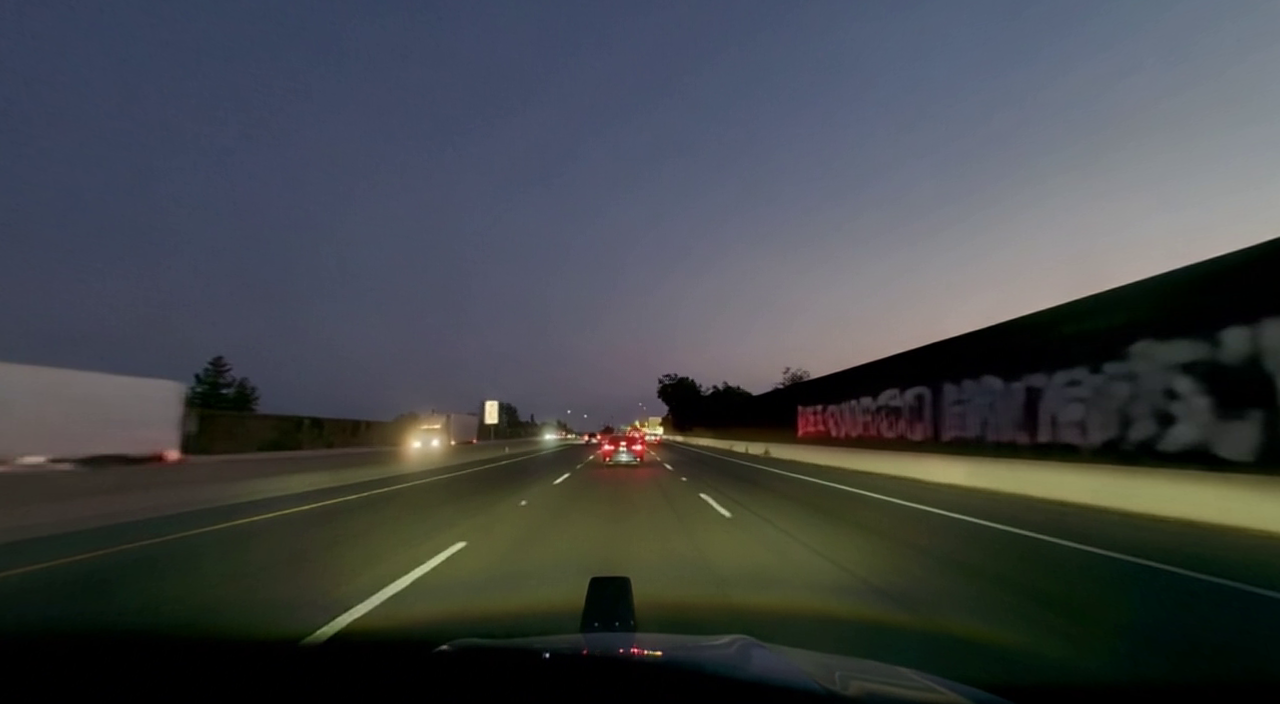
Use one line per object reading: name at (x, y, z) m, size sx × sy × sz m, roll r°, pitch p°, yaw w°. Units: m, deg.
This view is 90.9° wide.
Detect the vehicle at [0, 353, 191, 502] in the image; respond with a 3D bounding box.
vehicle at (-21.074, 2.207, 18.524) m, size 3.230 × 4.506 × 17.563 m, roll 0°, pitch -7°, yaw -1°

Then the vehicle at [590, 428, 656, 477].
vehicle at (-0.559, 3.364, 21.334) m, size 2.044 × 1.477 × 3.693 m, roll 0°, pitch -8°, yaw -1°
